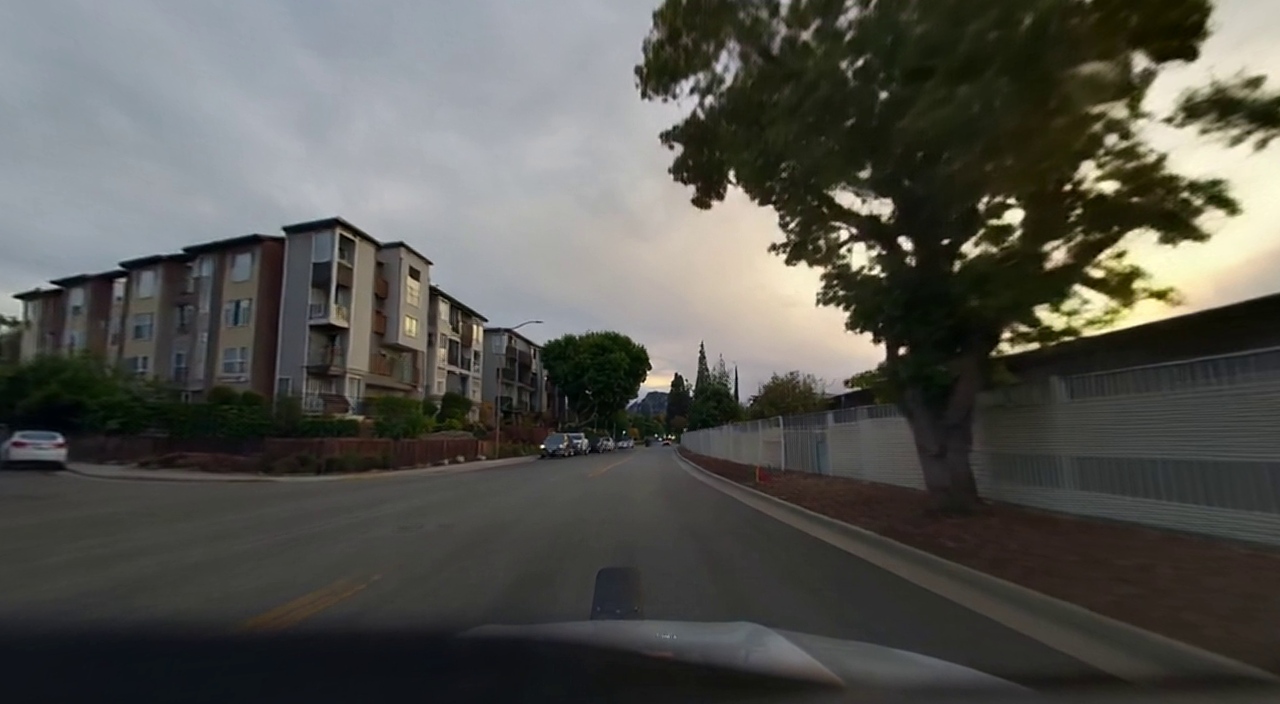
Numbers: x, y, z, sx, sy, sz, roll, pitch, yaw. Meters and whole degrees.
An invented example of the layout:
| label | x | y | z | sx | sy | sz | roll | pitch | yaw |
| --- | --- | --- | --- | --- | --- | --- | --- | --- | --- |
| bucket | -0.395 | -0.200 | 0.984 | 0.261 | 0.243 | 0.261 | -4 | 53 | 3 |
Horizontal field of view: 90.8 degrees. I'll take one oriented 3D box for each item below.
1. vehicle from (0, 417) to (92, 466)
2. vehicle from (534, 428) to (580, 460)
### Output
| label | x | y | z | sx | sy | sz | roll | pitch | yaw |
| --- | --- | --- | --- | --- | --- | --- | --- | --- | --- |
| vehicle | -24.893 | 3.642 | 25.687 | 5.078 | 1.794 | 2.210 | -5 | -10 | 30 |
| vehicle | -5.707 | 6.434 | 44.094 | 2.192 | 1.965 | 4.917 | 2 | -8 | 3 |
